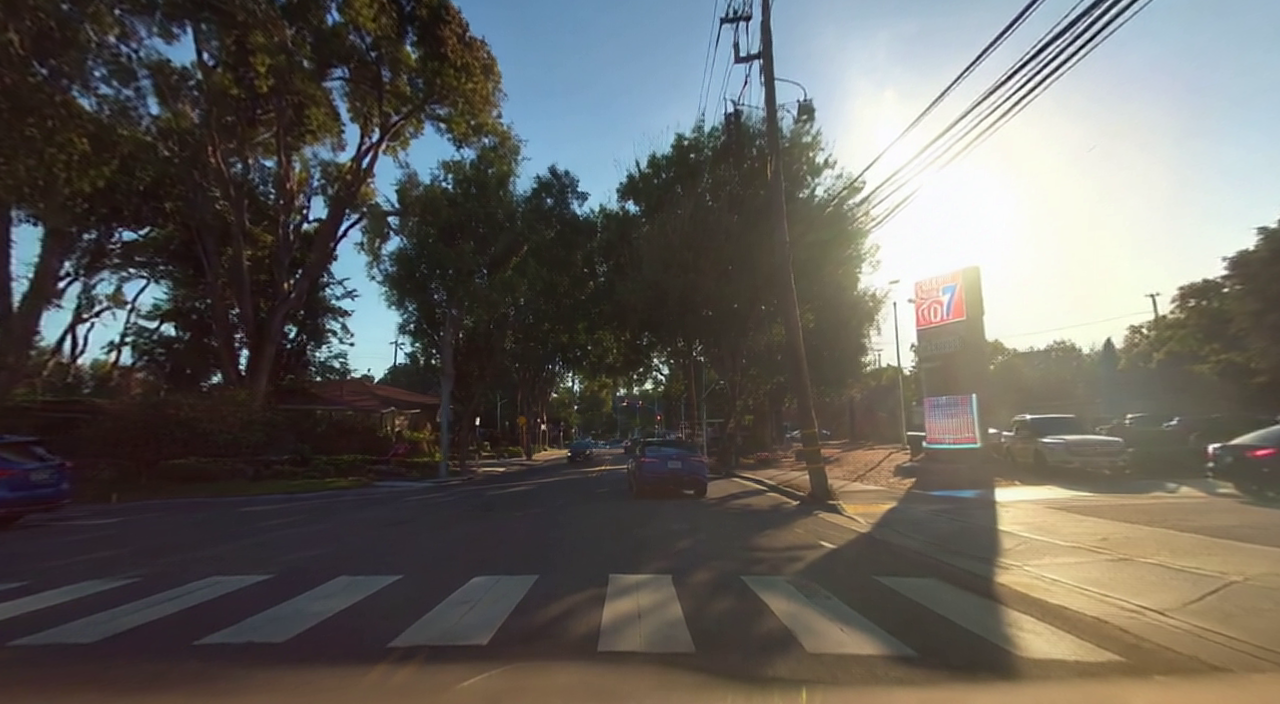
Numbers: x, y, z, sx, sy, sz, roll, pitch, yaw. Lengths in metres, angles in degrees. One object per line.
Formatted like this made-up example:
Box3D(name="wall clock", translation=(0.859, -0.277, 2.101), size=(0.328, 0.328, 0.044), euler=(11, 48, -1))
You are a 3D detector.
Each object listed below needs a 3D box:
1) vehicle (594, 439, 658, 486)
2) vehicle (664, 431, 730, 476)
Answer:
Box3D(name="vehicle", translation=(-0.566, 3.693, 21.425), size=(1.874, 1.427, 3.976), euler=(1, -8, -5))
Box3D(name="vehicle", translation=(2.524, 4.702, 29.558), size=(2.553, 1.868, 5.536), euler=(0, -8, 0))
